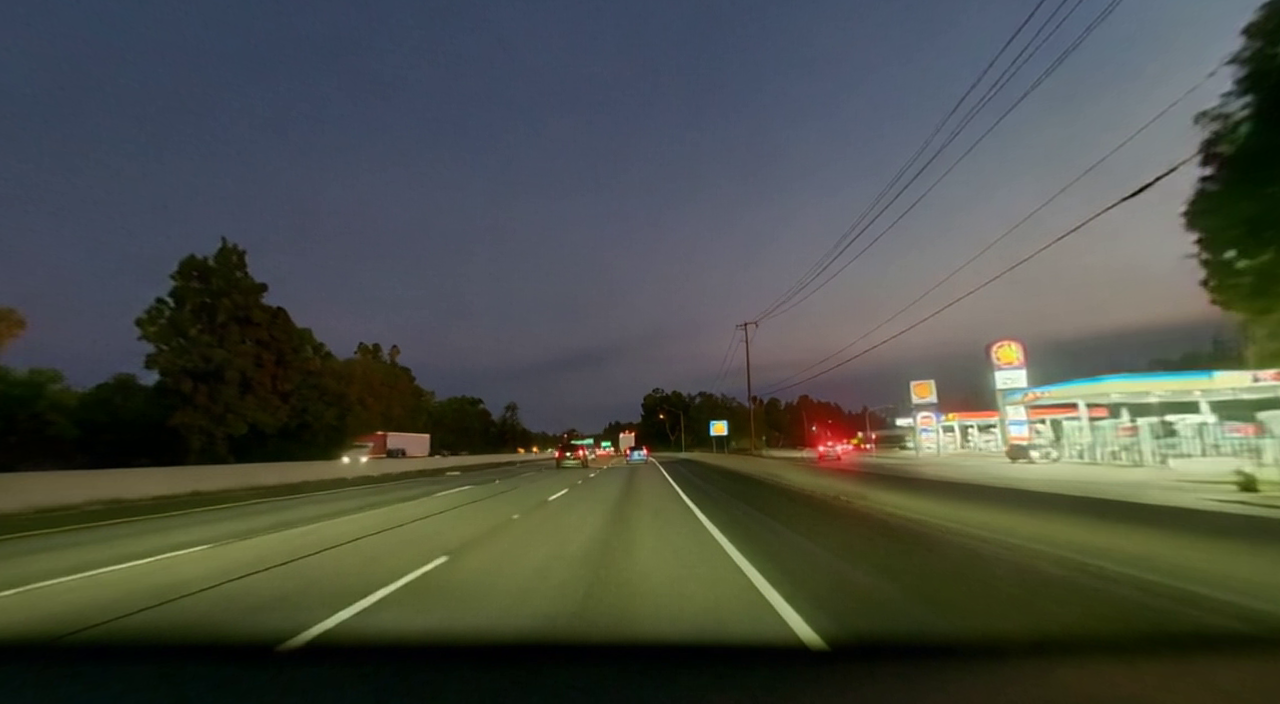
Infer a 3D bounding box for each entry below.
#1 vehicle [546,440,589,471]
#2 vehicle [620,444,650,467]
[{"bbox_3d":[-4.618,6.706,41.010,2.273,1.884,4.515,0,-8,0],"label":"vehicle"},{"bbox_3d":[-0.375,7.244,44.223,1.982,1.524,3.800,0,-8,-2],"label":"vehicle"}]
